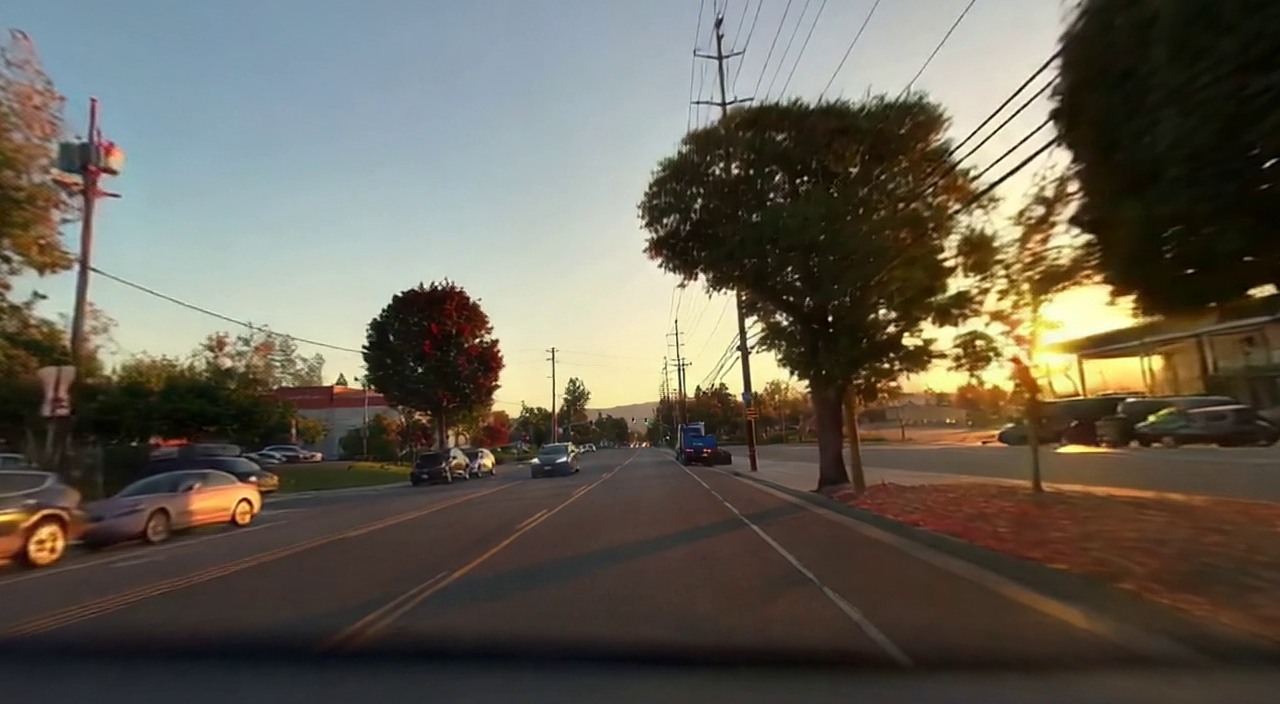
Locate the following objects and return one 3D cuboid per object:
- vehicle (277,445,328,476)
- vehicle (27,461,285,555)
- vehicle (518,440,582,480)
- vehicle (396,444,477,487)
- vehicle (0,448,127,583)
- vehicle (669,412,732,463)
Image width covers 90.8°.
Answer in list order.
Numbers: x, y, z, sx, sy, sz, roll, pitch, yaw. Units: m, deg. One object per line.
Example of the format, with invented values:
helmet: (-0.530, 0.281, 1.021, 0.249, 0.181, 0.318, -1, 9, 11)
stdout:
vehicle: (-19.429, 6.221, 36.543, 1.980, 1.669, 5.543, 3, -9, -22)
vehicle: (-9.425, 3.010, 12.889, 1.768, 1.454, 4.340, 0, -8, 1)
vehicle: (-3.716, 4.525, 26.731, 2.042, 1.530, 3.980, 0, -8, 1)
vehicle: (-8.982, 5.013, 28.377, 1.938, 1.756, 4.686, 0, -8, 2)
vehicle: (-9.635, 2.116, 7.934, 2.059, 1.783, 5.024, 0, -8, 1)
vehicle: (3.973, 5.985, 43.834, 3.168, 3.106, 9.350, 0, -8, -1)
